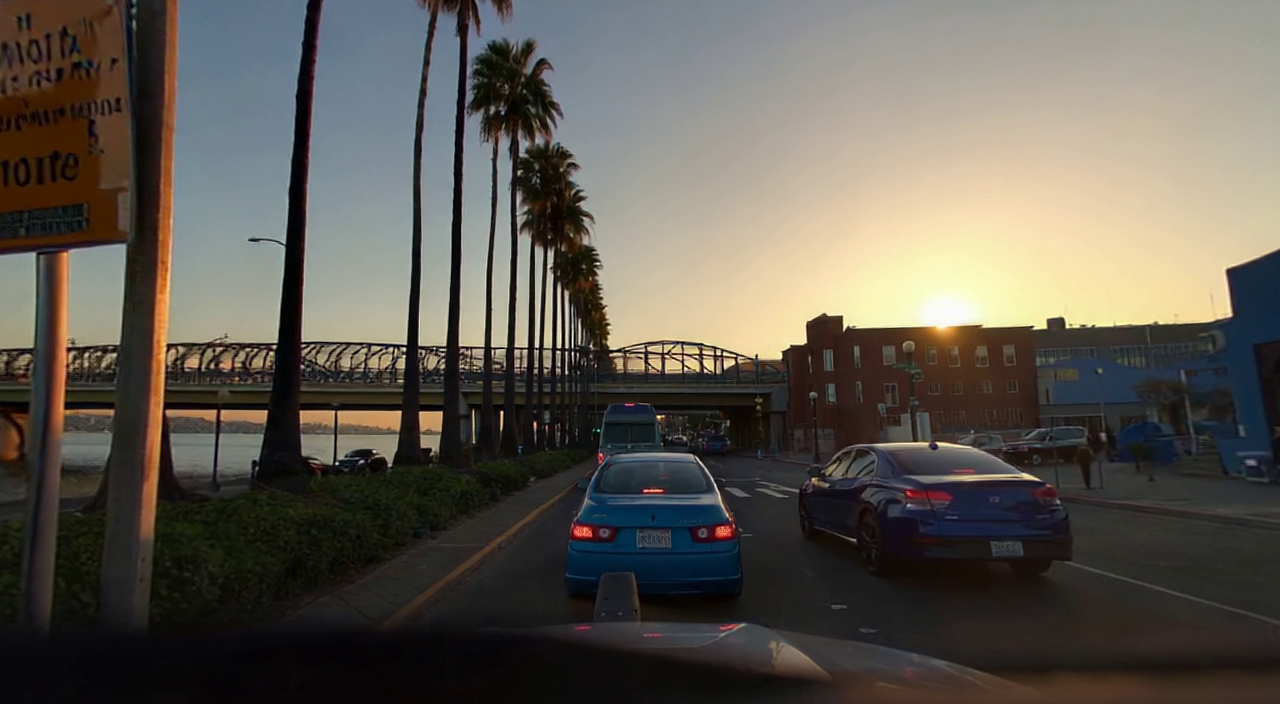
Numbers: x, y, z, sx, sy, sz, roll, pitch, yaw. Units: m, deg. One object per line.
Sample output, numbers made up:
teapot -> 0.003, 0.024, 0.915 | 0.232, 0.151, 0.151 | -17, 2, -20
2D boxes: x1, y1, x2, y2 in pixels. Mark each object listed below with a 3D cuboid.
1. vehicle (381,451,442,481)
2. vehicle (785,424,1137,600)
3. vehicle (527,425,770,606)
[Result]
vehicle -> -14.947, 7.478, 41.695 | 2.104, 1.802, 4.852 | 0, -9, 1
vehicle -> 3.281, 1.714, 7.712 | 1.920, 1.490, 4.417 | 0, -9, -1
vehicle -> 0.065, 1.664, 7.252 | 2.048, 1.503, 3.681 | 0, -9, 0
